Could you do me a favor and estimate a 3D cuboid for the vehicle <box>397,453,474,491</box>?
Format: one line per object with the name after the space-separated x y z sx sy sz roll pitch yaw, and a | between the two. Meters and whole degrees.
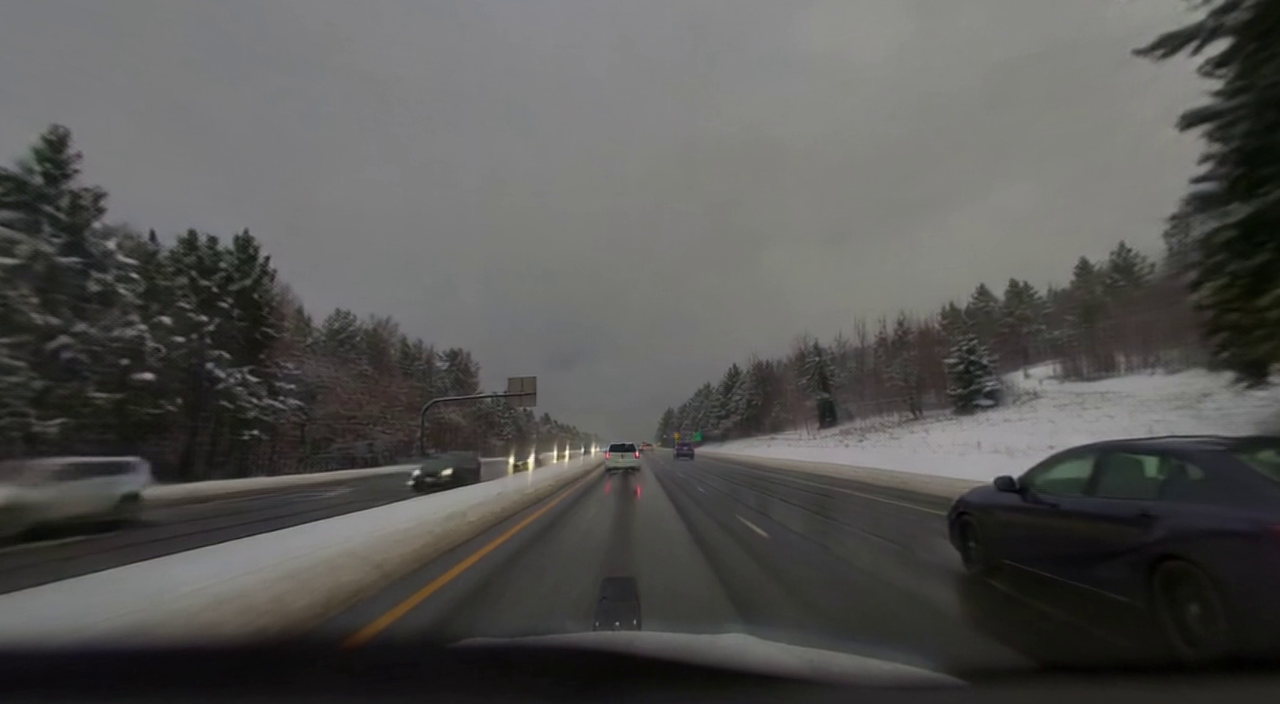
-9.046 5.316 28.137 1.960 1.514 4.307 0 -9 0 | vehicle

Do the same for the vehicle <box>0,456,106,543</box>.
-13.117 2.860 12.101 1.914 1.600 4.188 0 -9 0 | vehicle

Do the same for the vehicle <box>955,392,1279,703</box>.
3.952 1.055 3.715 1.843 1.505 4.339 0 -9 -1 | vehicle

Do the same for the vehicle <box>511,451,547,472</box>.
-8.504 8.360 48.252 1.950 1.479 4.517 -1 -9 0 | vehicle

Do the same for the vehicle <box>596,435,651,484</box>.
-0.597 4.110 24.272 1.937 1.699 3.936 0 -9 0 | vehicle
